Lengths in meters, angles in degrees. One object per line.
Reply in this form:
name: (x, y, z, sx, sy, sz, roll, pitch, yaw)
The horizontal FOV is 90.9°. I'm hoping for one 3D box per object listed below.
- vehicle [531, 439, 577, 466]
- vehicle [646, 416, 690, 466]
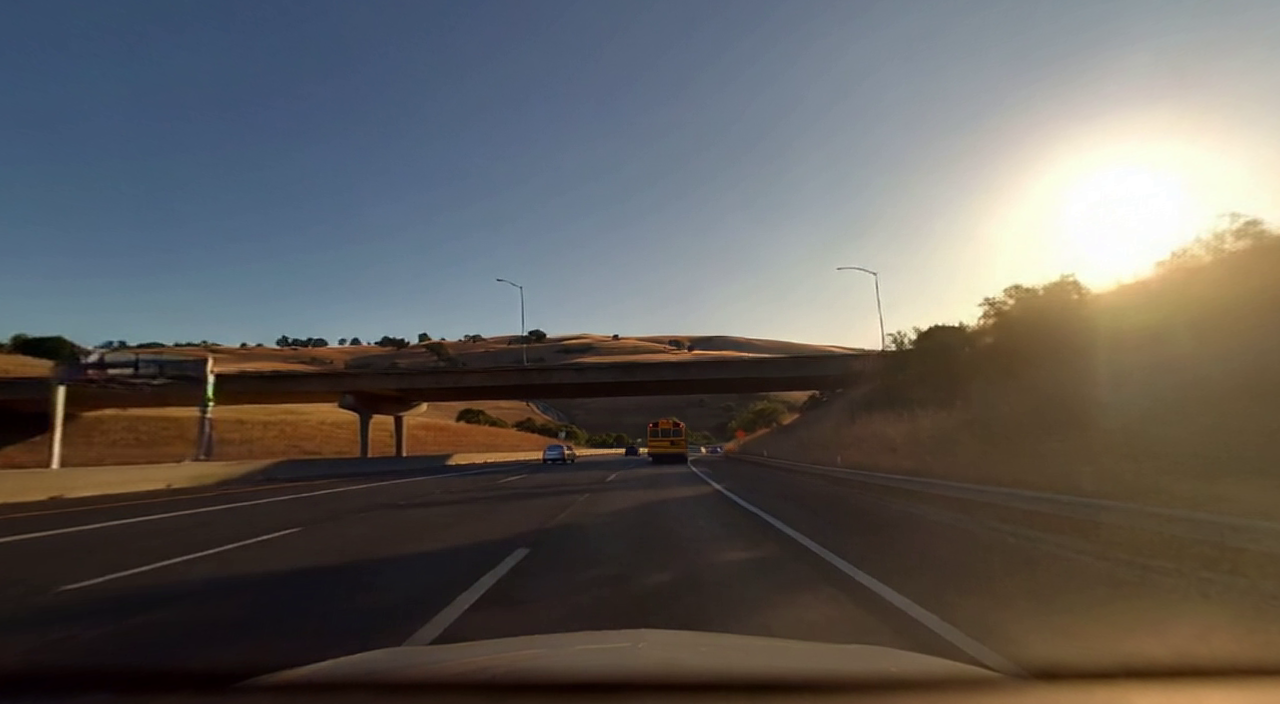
vehicle: (-5.755, 6.819, 43.000, 2.172, 1.689, 4.625, -1, -8, 4)
vehicle: (2.268, 6.723, 47.582, 2.945, 3.295, 10.406, -1, -8, 4)
